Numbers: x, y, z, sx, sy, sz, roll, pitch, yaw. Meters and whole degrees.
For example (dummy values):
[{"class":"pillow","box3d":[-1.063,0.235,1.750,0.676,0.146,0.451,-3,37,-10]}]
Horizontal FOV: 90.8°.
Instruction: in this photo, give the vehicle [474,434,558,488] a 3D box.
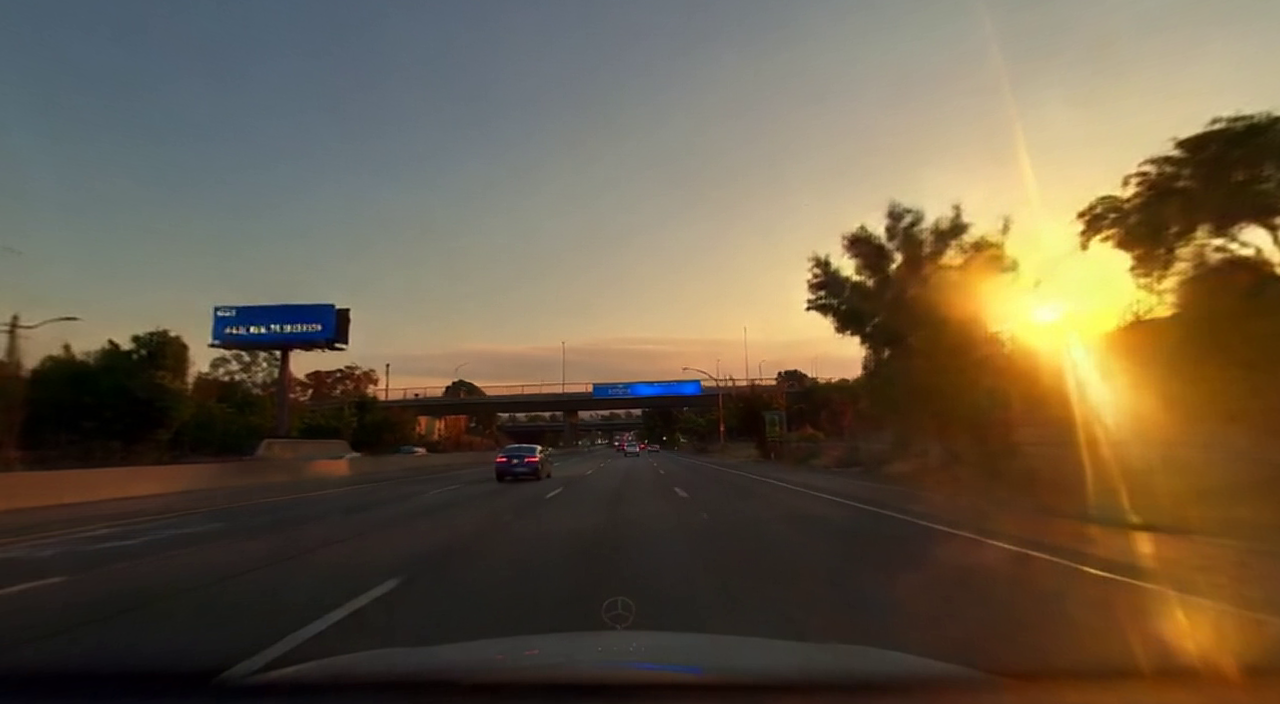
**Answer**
[{"class":"vehicle","box3d":[-4.329,3.894,22.919,2.102,1.727,4.704,0,-9,0]}]
